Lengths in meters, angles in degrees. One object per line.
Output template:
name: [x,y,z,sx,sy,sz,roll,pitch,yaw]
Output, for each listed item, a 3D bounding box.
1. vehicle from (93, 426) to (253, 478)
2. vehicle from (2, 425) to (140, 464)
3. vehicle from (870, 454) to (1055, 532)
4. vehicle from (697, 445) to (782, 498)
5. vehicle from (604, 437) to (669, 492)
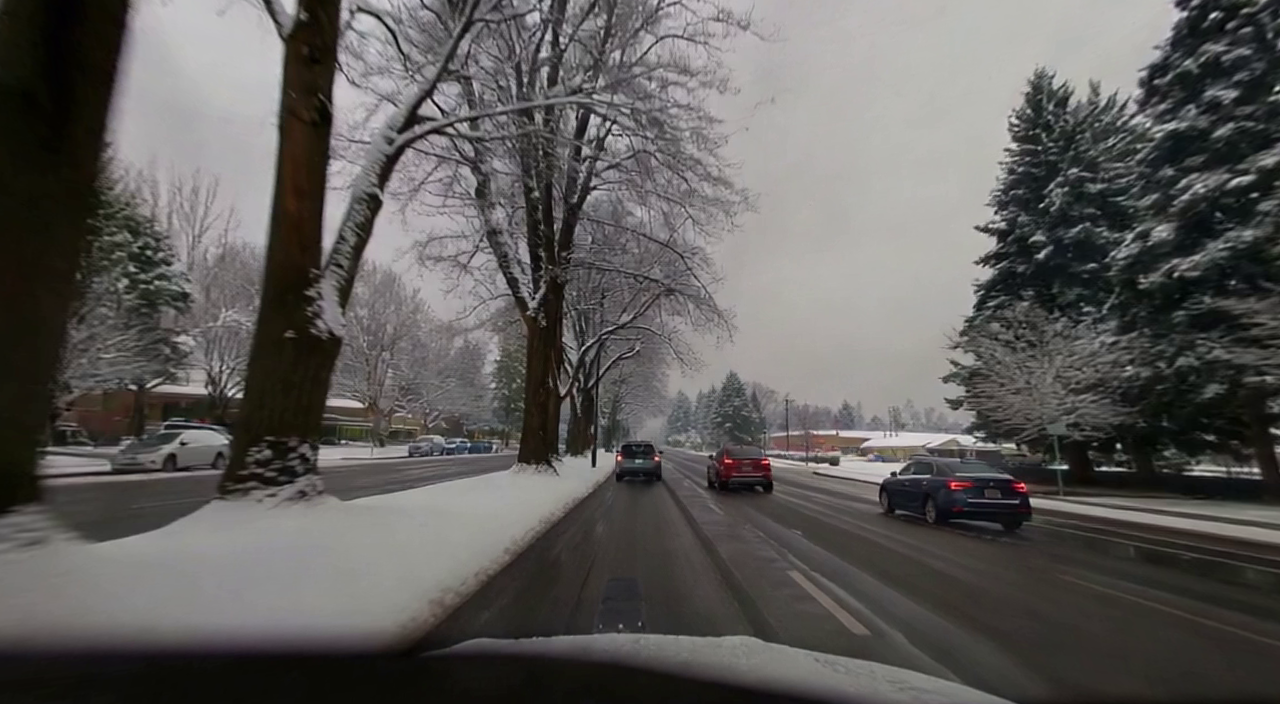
vehicle: [-18.652,4.050,25.569,2.094,1.863,5.694,0,-9,0]
vehicle: [-28.657,4.708,31.918,2.021,1.774,5.261,0,-9,0]
vehicle: [7.123,3.120,14.479,1.944,1.458,4.268,0,-9,-1]
vehicle: [3.027,3.721,19.992,1.932,1.510,4.168,0,-9,-1]
vehicle: [-0.096,3.784,21.446,2.008,1.674,4.239,0,-9,0]
